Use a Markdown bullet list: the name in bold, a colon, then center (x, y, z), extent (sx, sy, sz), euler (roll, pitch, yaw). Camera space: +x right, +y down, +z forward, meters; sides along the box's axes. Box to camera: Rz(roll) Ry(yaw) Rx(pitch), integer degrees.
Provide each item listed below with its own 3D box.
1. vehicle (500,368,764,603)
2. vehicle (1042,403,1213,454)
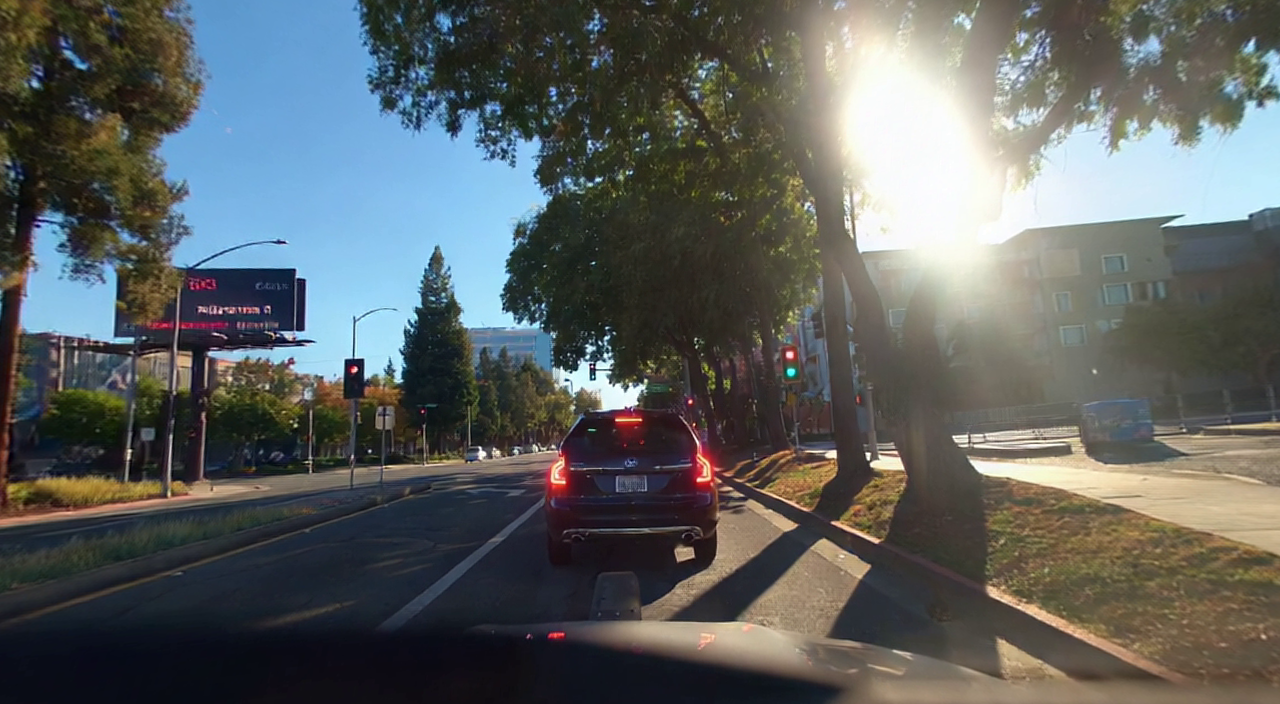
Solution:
- **vehicle**: center (-0.063, 1.361, 7.135), extent (2.142, 1.904, 3.816), euler (-1, -8, 0)
- **vehicle**: center (15.273, 2.448, 19.945), extent (3.750, 1.502, 1.781), euler (-2, -8, 13)
